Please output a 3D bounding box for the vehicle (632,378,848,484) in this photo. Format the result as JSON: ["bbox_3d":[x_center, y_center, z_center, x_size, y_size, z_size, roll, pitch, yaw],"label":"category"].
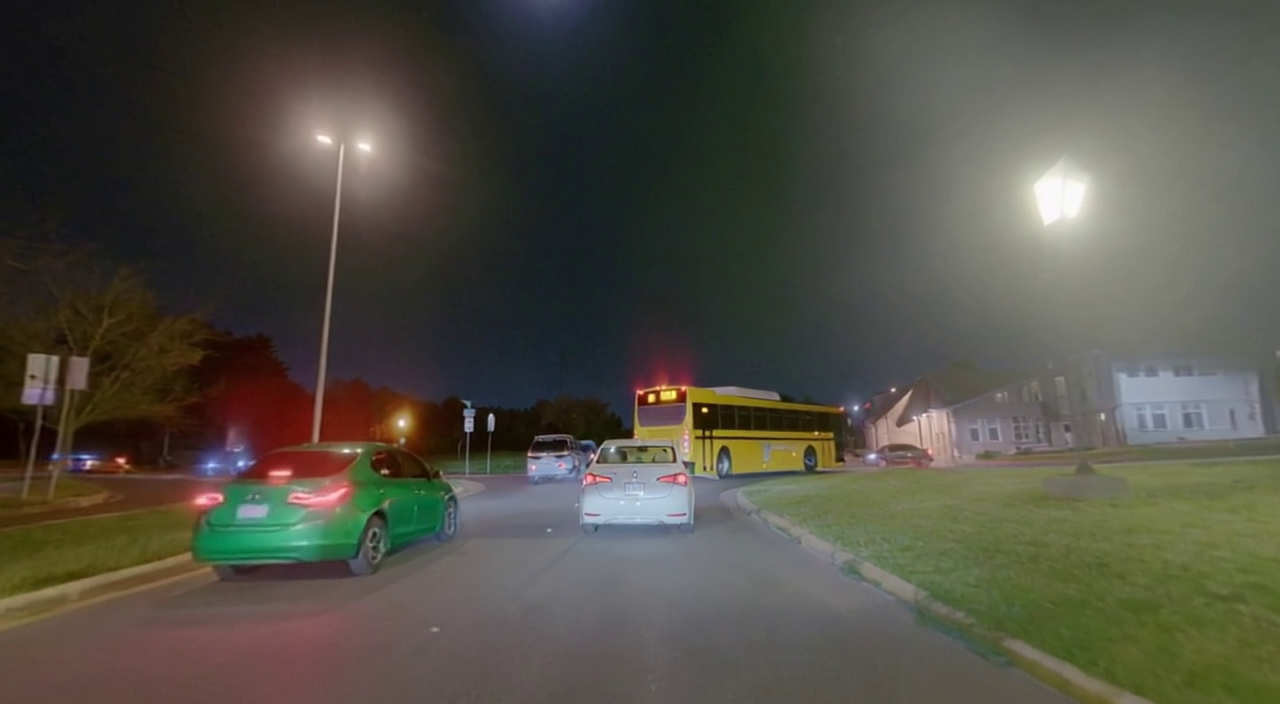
[{"bbox_3d":[4.265,3.156,24.383,2.948,3.303,9.977,-8,-12,44],"label":"vehicle"}]

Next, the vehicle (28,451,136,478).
[{"bbox_3d":[-32.123,6.450,36.447,4.473,1.442,1.743,7,-11,-39],"label":"vehicle"}]

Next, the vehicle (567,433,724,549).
[{"bbox_3d":[0.101,2.087,10.121,2.020,1.478,3.922,0,-9,1],"label":"vehicle"}]

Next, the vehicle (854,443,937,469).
[{"bbox_3d":[15.656,6.386,38.623,4.422,1.457,1.882,-6,-10,29],"label":"vehicle"}]

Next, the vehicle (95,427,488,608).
[{"bbox_3d":[-3.495,1.728,7.603,1.953,1.480,4.522,-1,-9,3],"label":"vehicle"}]

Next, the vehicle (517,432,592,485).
[{"bbox_3d":[-3.055,3.915,23.495,2.017,1.761,4.572,0,-9,2],"label":"vehicle"}]
